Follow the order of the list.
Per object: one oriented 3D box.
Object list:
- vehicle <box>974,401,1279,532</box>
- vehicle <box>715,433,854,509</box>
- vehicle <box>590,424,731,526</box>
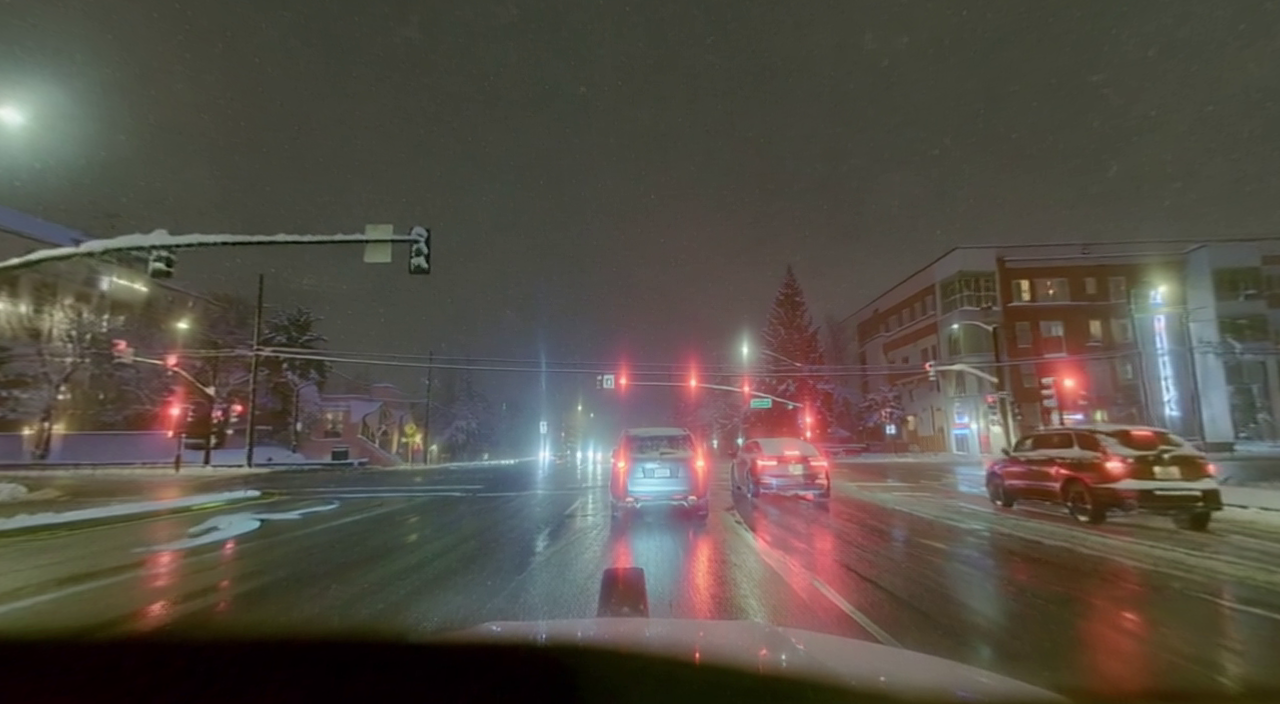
[{"bbox_3d":[8.507,2.012,11.635,2.132,1.892,4.851,0,-8,2],"label":"vehicle"},{"bbox_3d":[3.001,2.571,14.083,1.994,1.436,4.169,0,-8,-2],"label":"vehicle"},{"bbox_3d":[0.289,2.188,11.801,2.099,1.516,4.681,0,-8,0],"label":"vehicle"}]
